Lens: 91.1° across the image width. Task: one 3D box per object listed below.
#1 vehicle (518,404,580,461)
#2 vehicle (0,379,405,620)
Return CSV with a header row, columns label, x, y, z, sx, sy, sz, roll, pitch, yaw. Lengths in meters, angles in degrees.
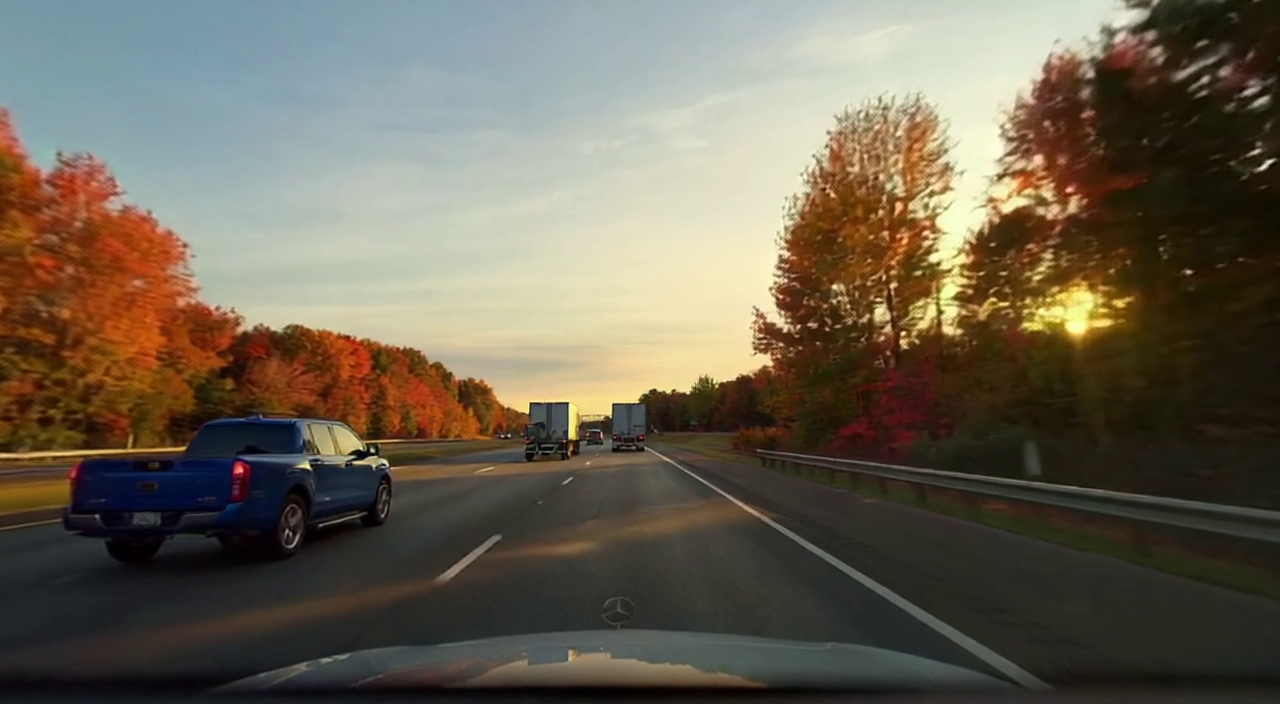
label,x,y,z,sx,sy,sz,roll,pitch,yaw
vehicle,-4.651,4.261,33.137,2.383,2.726,5.677,0,-8,0
vehicle,-4.416,1.323,6.693,2.089,1.669,4.515,0,-8,-1
